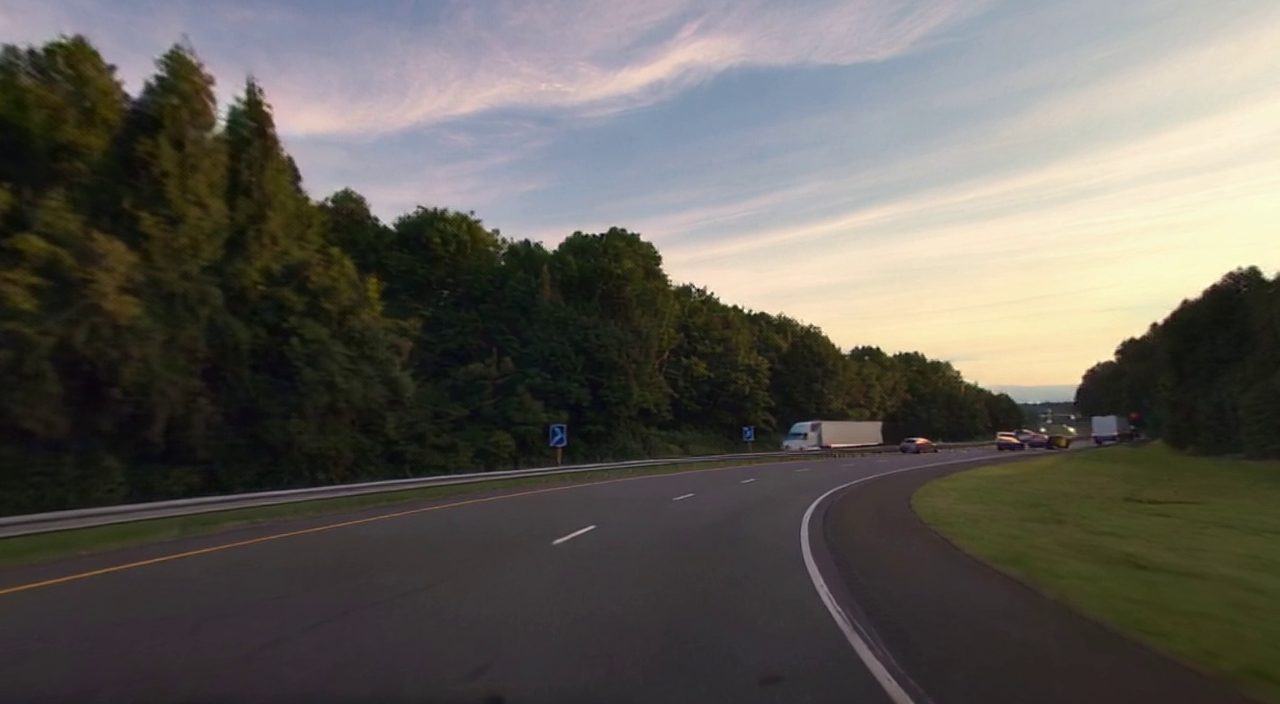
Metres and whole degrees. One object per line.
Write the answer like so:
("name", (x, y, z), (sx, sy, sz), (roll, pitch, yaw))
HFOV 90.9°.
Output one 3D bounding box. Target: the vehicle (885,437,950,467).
("vehicle", (16.303, 5.861, 36.962), (2.221, 1.674, 4.325), (-8, -12, 40))
